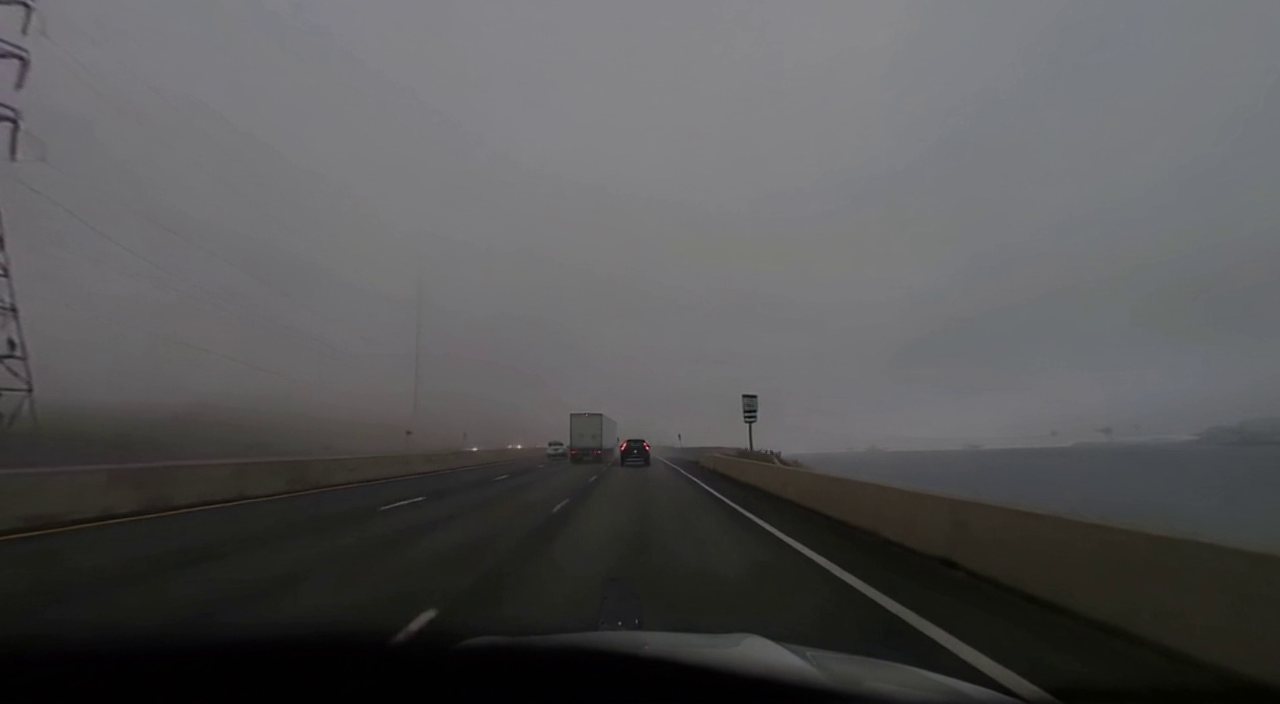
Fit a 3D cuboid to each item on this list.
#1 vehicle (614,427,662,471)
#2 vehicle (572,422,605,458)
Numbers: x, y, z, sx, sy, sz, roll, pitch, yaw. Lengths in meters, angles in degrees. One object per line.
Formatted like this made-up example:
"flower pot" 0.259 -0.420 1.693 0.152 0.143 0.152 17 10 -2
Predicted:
"vehicle" -0.105 5.152 33.700 2.358 2.144 4.713 0 -8 0
"vehicle" -3.793 6.547 46.928 2.178 2.522 2.054 0 -8 1
